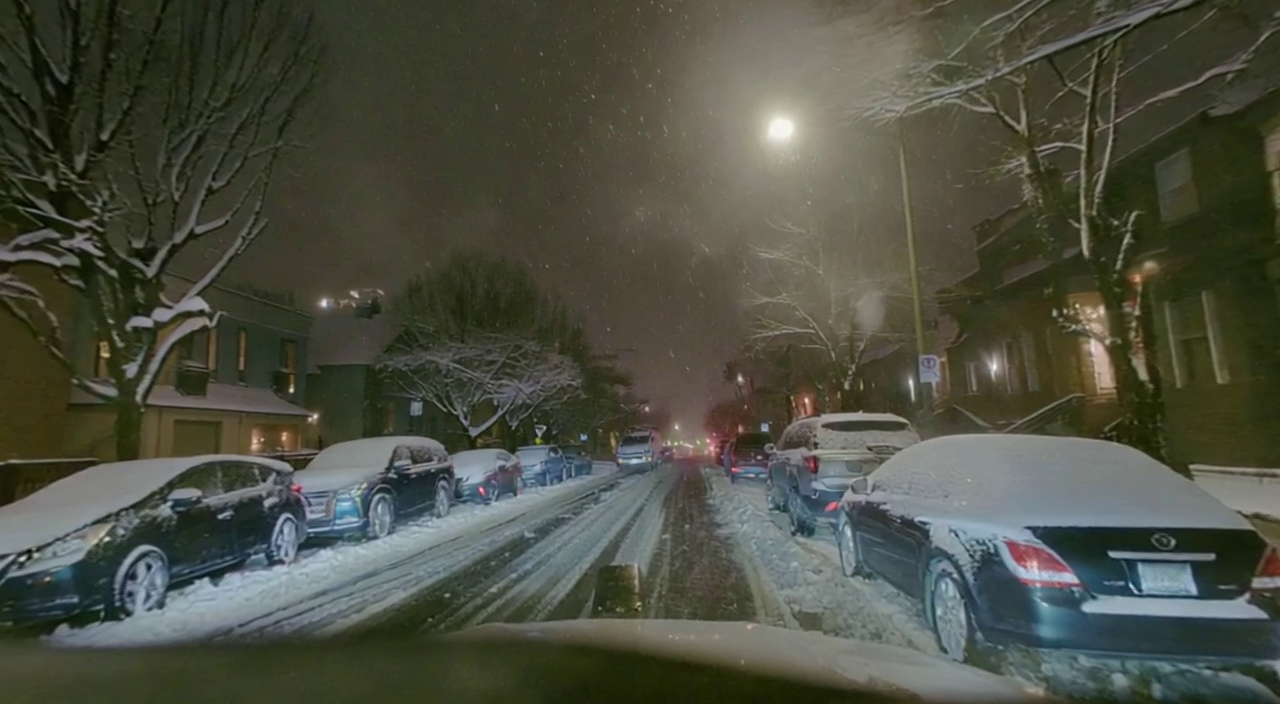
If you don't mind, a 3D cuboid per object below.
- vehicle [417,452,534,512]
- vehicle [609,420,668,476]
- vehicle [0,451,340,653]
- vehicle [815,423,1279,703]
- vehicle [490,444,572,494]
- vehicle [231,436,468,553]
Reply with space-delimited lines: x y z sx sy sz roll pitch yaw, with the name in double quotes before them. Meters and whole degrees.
"vehicle" -4.658 3.723 18.701 1.861 1.474 4.749 -1 -8 5
"vehicle" 0.064 5.537 36.401 2.716 2.887 6.781 -1 -8 5
"vehicle" -5.533 1.919 7.239 1.855 1.510 4.406 0 -8 3
"vehicle" 2.922 1.370 4.969 1.992 1.456 4.610 0 -8 3
"vehicle" -4.270 4.669 25.774 2.002 1.781 5.380 -1 -8 4
"vehicle" -5.277 2.617 12.501 2.203 1.815 4.972 0 -8 1
